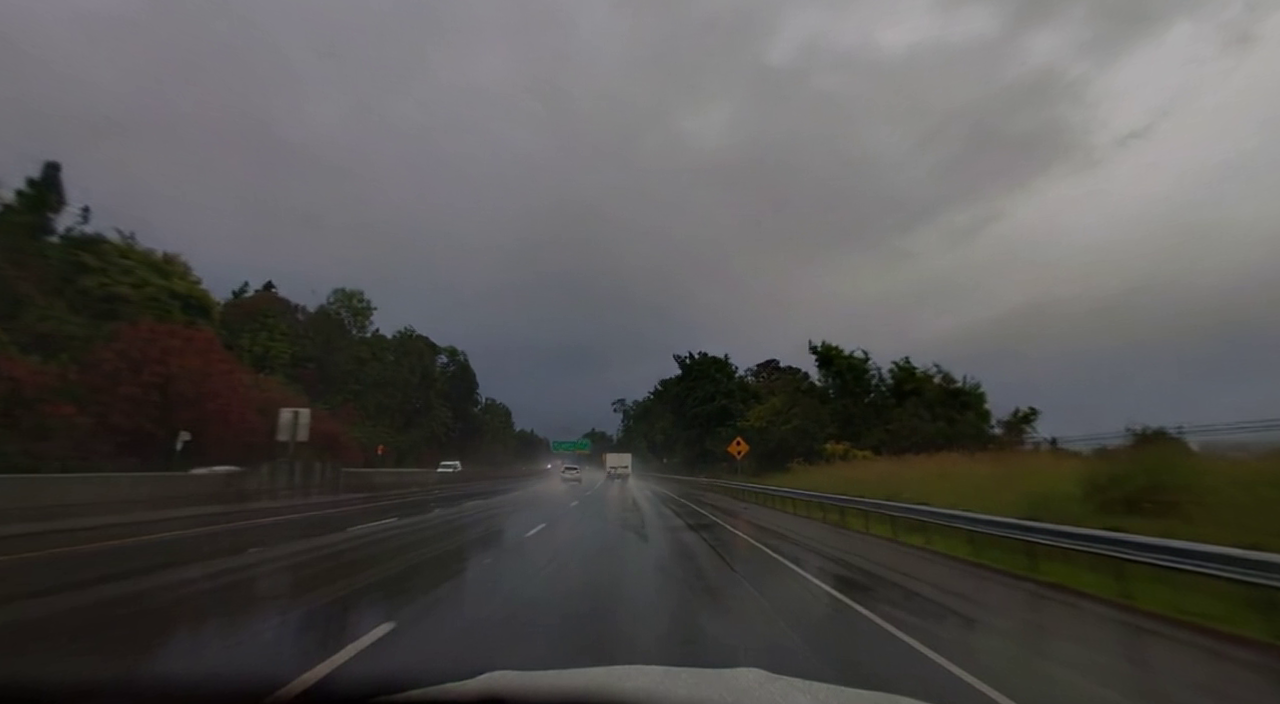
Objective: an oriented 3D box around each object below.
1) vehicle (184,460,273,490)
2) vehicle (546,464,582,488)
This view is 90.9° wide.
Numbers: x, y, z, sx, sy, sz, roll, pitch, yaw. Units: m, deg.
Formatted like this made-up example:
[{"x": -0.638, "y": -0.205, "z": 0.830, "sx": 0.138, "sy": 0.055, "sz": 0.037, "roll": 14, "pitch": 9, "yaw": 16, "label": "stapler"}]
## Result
[{"x": -21.994, "y": 6.605, "z": 33.912, "sx": 1.847, "sy": 1.469, "sz": 4.439, "roll": 1, "pitch": -10, "yaw": -2, "label": "vehicle"}, {"x": -5.237, "y": 8.589, "z": 43.797, "sx": 2.115, "sy": 1.546, "sz": 4.638, "roll": 1, "pitch": -10, "yaw": -2, "label": "vehicle"}]
